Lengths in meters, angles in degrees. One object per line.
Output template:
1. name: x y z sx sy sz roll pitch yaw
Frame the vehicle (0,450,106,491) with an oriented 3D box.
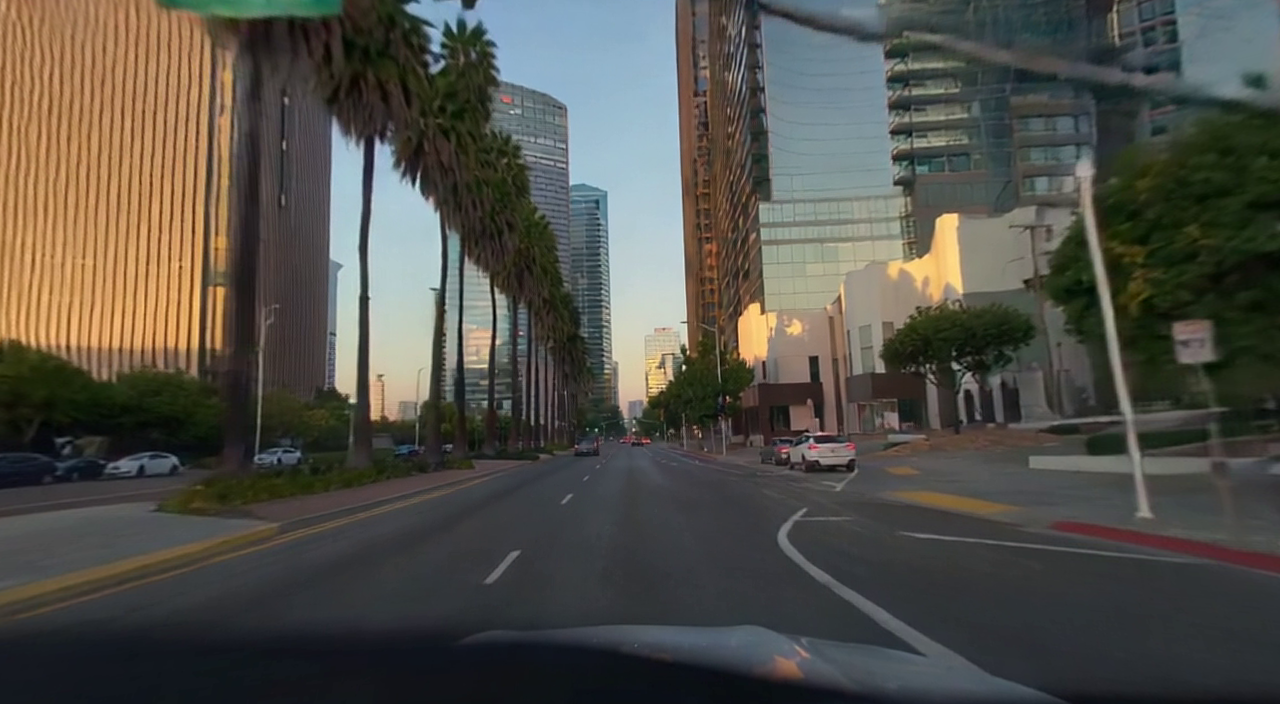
1. vehicle: -24.315 4.694 25.307 1.792 1.461 4.569 0 -8 0

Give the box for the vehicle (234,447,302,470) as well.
1. vehicle: -24.575 7.026 41.952 1.801 1.444 4.640 0 -8 -2

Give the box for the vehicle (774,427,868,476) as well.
1. vehicle: 6.987 3.903 24.930 2.225 1.727 4.418 0 -8 -2

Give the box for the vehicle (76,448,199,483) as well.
1. vehicle: -24.417 5.498 30.978 1.905 1.496 4.960 -1 -8 1
